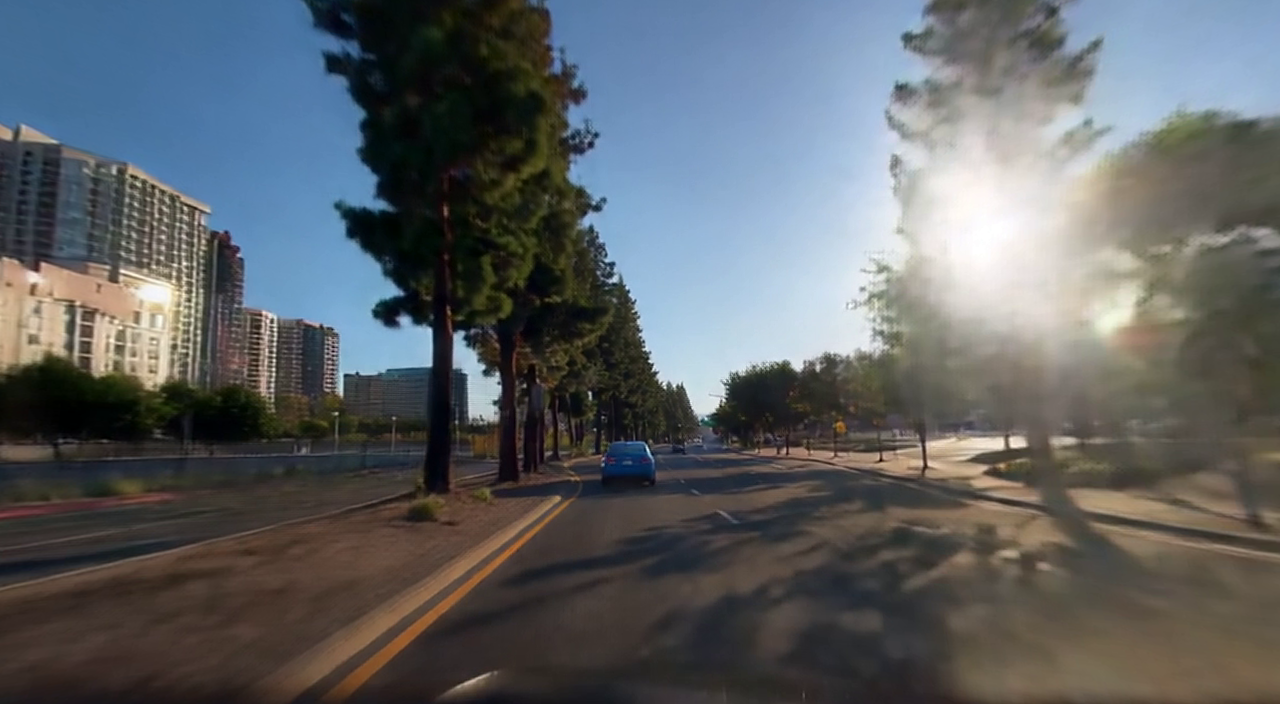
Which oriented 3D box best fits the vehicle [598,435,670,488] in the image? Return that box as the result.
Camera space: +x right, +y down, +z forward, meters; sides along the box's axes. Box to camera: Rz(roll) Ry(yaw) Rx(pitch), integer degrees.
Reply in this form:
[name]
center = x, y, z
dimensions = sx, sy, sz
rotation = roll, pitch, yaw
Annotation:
[vehicle]
center = -0.294, 3.444, 20.297
dimensions = 2.042, 1.479, 4.601
rotation = 0, -8, -3
